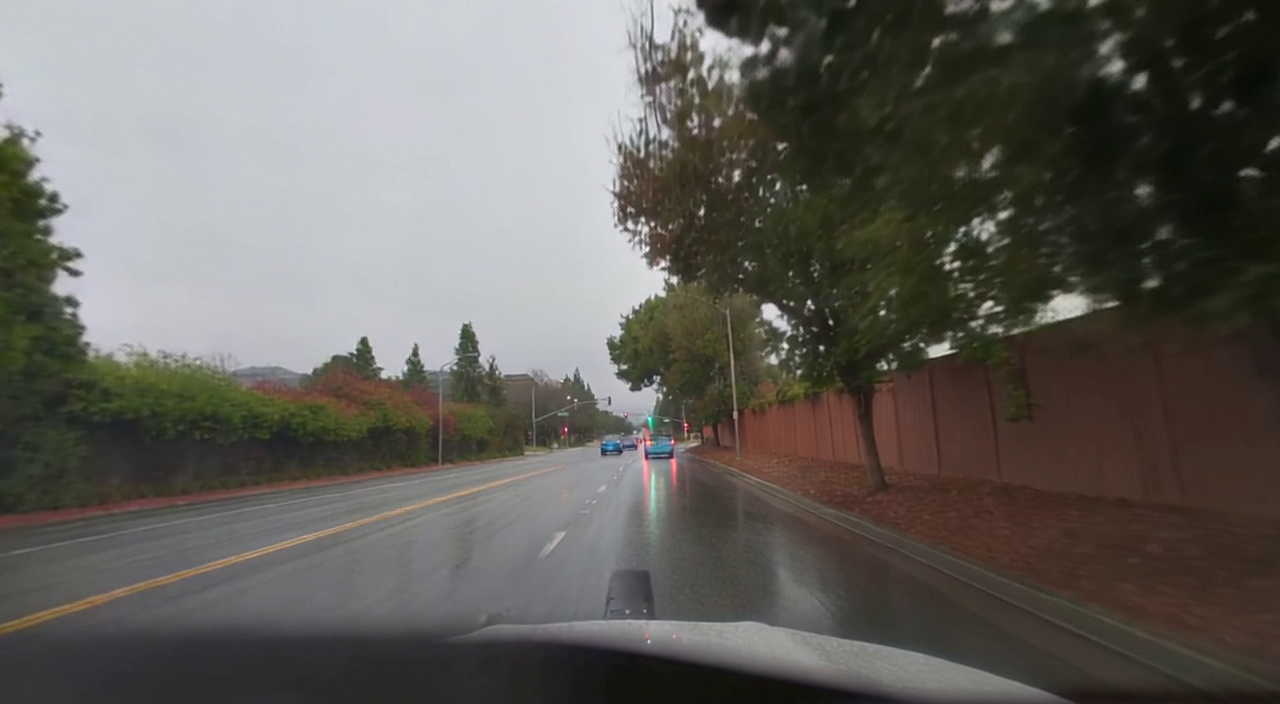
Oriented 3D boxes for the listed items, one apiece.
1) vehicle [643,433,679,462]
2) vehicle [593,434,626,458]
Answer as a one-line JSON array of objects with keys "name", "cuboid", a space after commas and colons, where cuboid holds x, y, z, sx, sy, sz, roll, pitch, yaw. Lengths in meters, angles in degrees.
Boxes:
[{"name": "vehicle", "cuboid": [1.264, 5.986, 39.536, 2.127, 1.665, 3.993, 0, -8, 1]}, {"name": "vehicle", "cuboid": [-2.314, 7.289, 48.854, 2.190, 1.766, 4.394, 0, -8, 1]}]
